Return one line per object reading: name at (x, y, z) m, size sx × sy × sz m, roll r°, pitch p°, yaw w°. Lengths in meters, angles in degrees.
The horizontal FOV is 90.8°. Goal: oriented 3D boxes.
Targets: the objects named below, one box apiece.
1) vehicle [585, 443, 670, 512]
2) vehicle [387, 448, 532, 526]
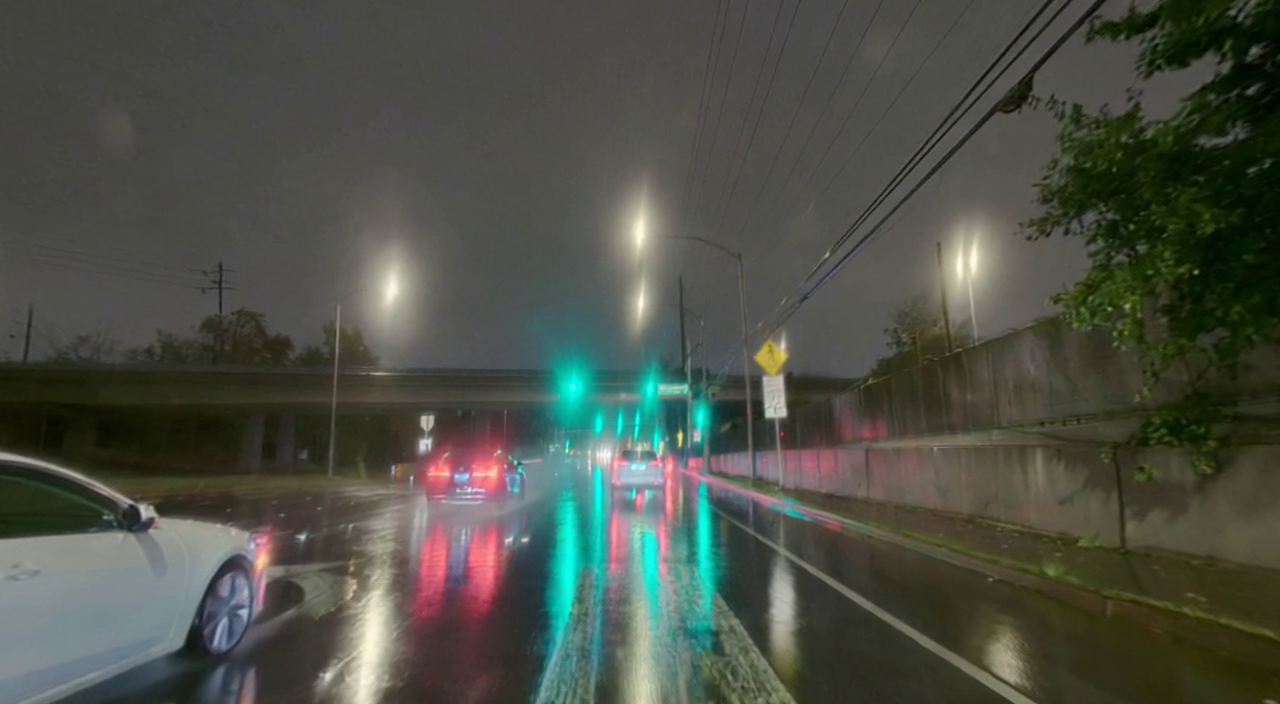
vehicle at (-0.312, 3.208, 16.683) m, size 1.985 × 1.565 × 3.968 m, roll 0°, pitch -9°, yaw -1°
vehicle at (-3.748, 2.851, 13.975) m, size 1.946 × 1.437 × 4.154 m, roll 0°, pitch -9°, yaw 0°
